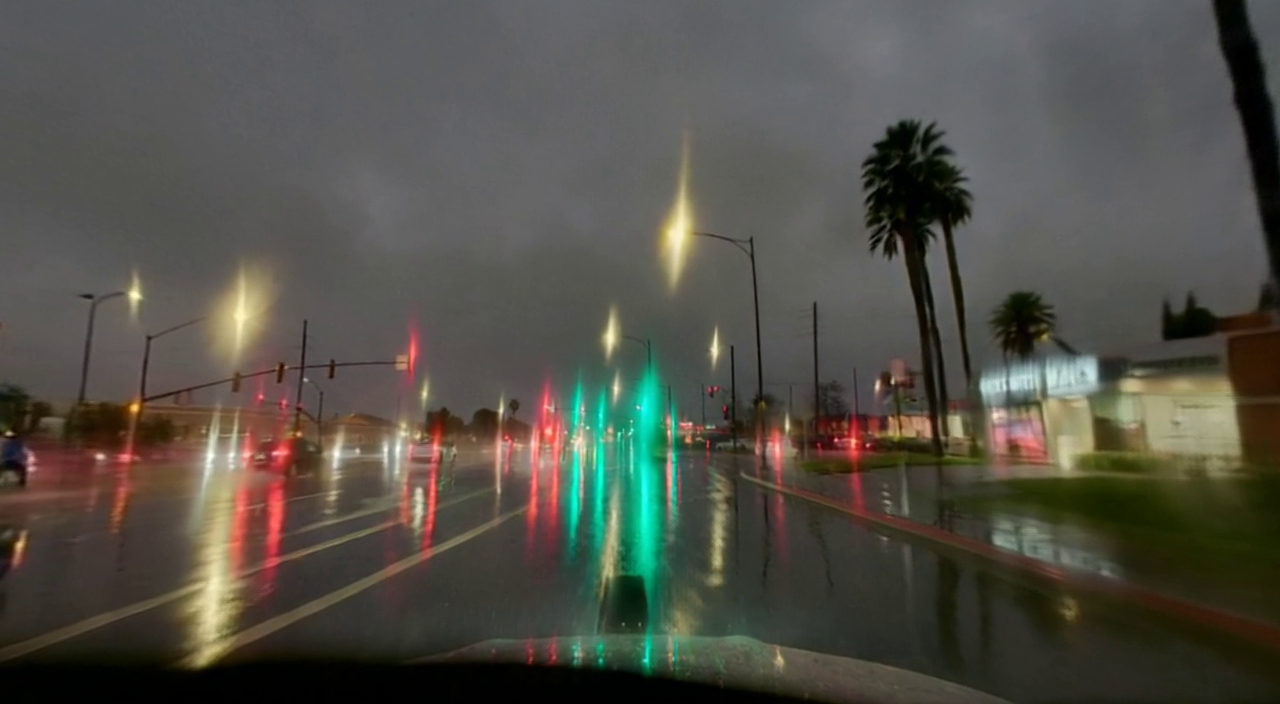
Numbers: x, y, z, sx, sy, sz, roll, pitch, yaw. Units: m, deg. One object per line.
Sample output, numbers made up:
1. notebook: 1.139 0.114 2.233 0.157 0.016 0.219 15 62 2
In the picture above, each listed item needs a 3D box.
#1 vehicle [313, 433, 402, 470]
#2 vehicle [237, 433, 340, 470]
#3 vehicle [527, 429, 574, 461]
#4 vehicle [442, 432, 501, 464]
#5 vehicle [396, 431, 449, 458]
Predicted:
1. vehicle: -12.243 4.355 27.558 1.900 1.462 4.225 0 -8 0
2. vehicle: -15.249 4.338 27.557 1.916 1.481 4.430 0 -8 1
3. vehicle: -5.320 5.653 38.064 2.114 1.784 4.450 0 -8 1
4. vehicle: -8.896 5.122 33.465 1.977 1.584 3.983 0 -8 0
5. vehicle: -15.226 6.525 44.237 2.156 1.742 4.264 0 -8 0
